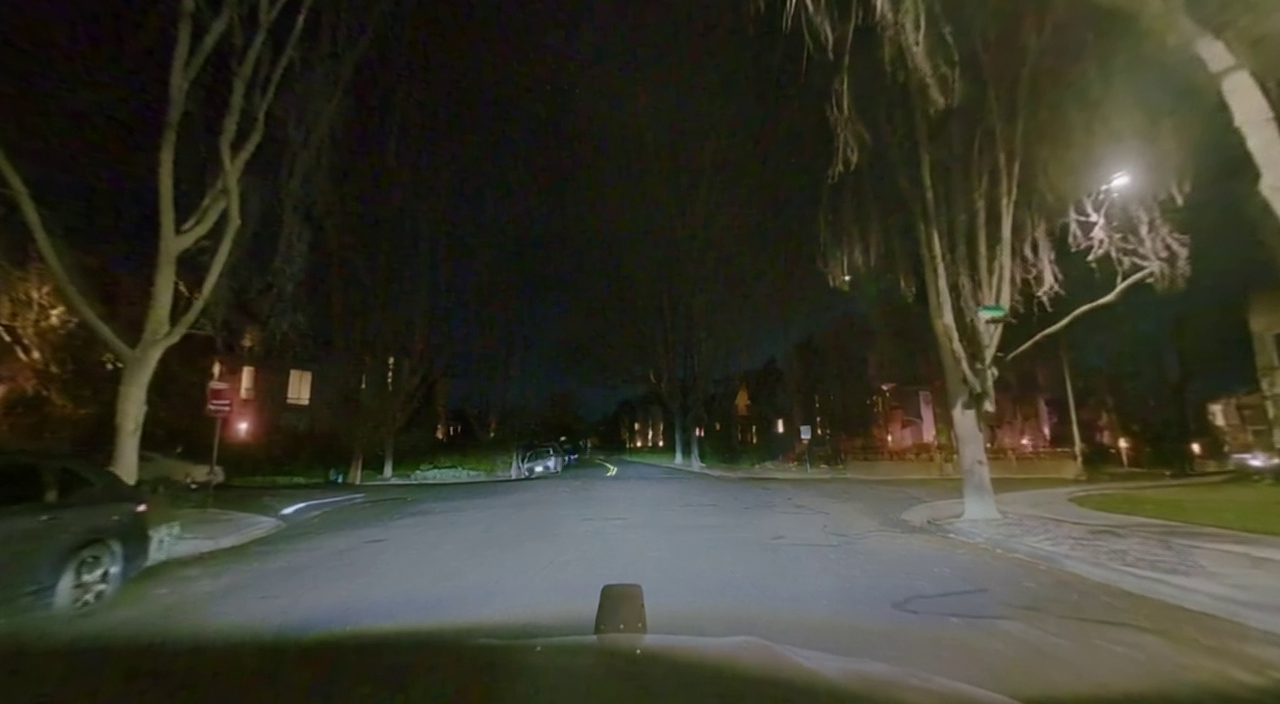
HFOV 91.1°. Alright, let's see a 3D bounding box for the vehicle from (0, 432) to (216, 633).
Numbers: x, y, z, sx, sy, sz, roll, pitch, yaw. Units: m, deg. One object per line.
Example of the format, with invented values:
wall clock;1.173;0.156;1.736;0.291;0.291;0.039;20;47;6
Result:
vehicle;-5.633;1.371;4.409;1.943;1.433;4.717;-6;-10;2
